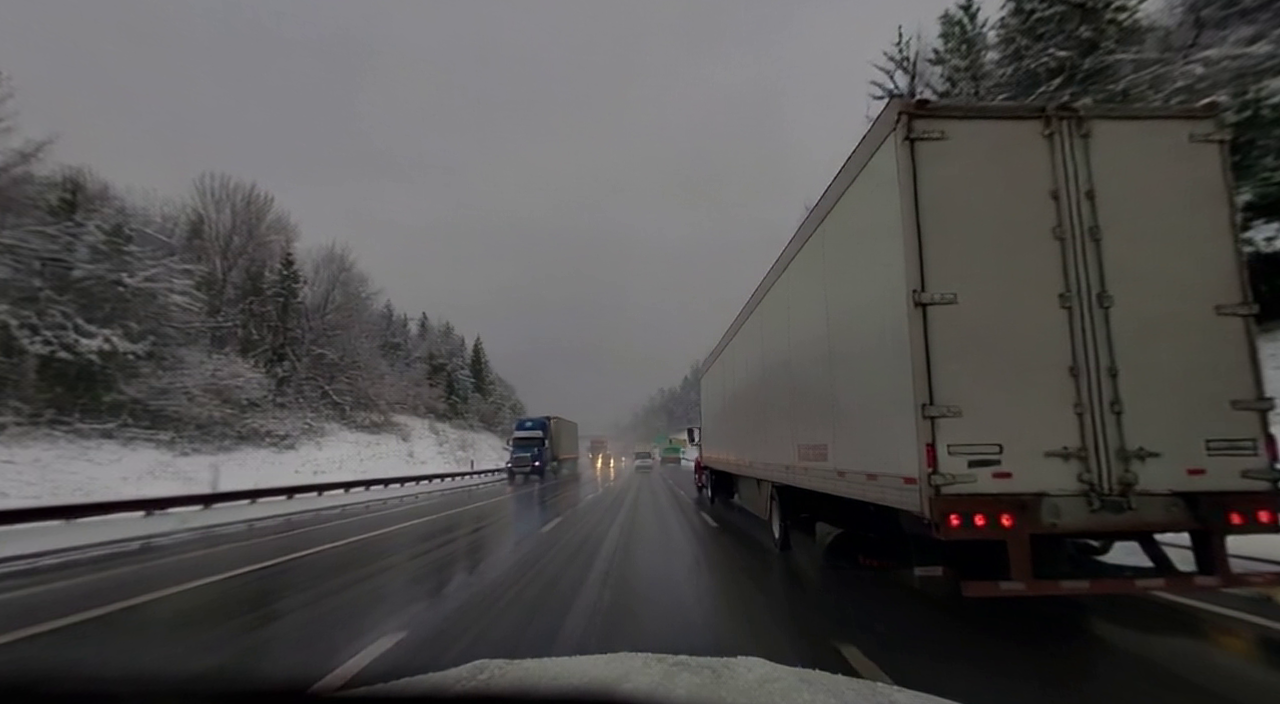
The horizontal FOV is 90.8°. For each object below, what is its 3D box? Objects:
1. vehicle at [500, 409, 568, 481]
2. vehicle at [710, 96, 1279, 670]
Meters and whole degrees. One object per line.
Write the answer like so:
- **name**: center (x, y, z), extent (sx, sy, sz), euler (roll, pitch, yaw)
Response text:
- **vehicle**: center (-6.287, 5.664, 38.333), extent (3.004, 3.974, 5.891), euler (0, -9, 1)
- **vehicle**: center (3.498, 1.152, 11.387), extent (2.845, 4.071, 14.008), euler (0, -9, 0)
